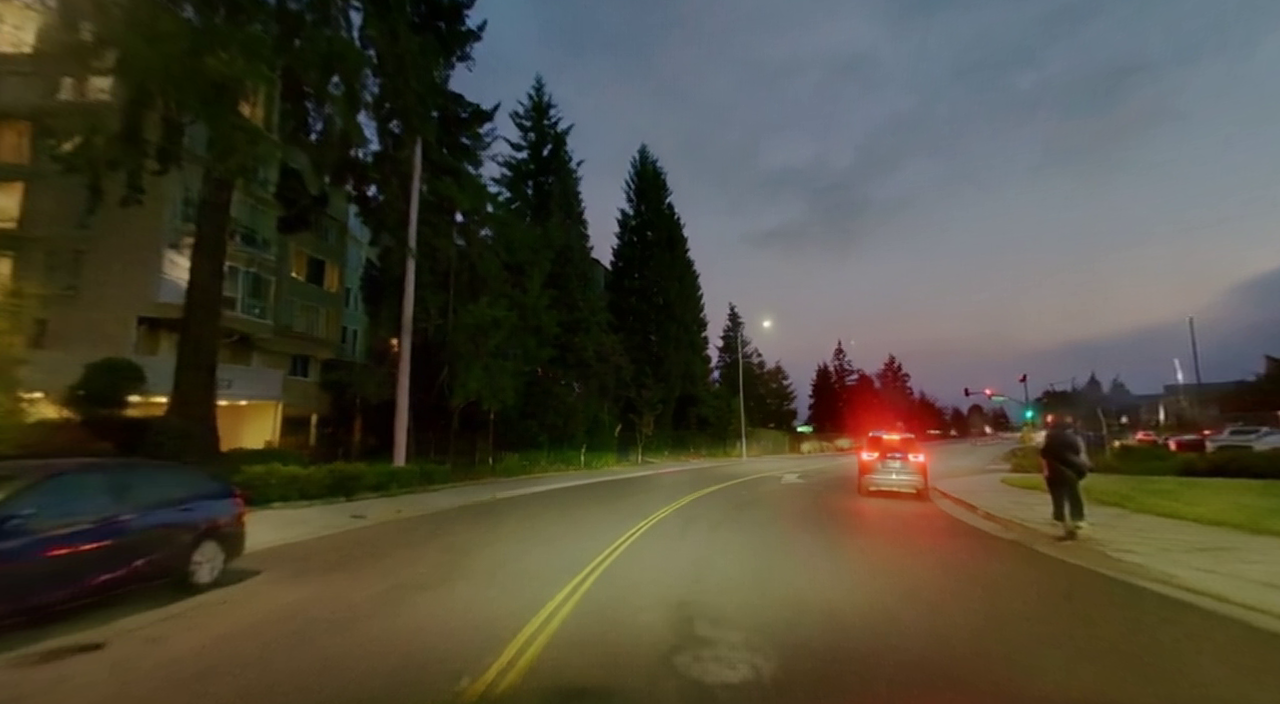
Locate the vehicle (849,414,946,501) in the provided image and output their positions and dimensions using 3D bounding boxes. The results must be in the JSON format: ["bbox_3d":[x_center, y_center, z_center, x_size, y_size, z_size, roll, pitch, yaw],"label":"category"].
[{"bbox_3d":[7.283,3.007,18.228,2.043,2.250,3.024,-2,-9,13],"label":"vehicle"}]

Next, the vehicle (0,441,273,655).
[{"bbox_3d":[-5.388,1.483,5.199,1.930,1.487,4.213,0,-9,5],"label":"vehicle"}]

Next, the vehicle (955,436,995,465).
[{"bbox_3d":[22.238,6.550,41.849,1.922,1.785,4.513,-6,-12,31],"label":"vehicle"}]
